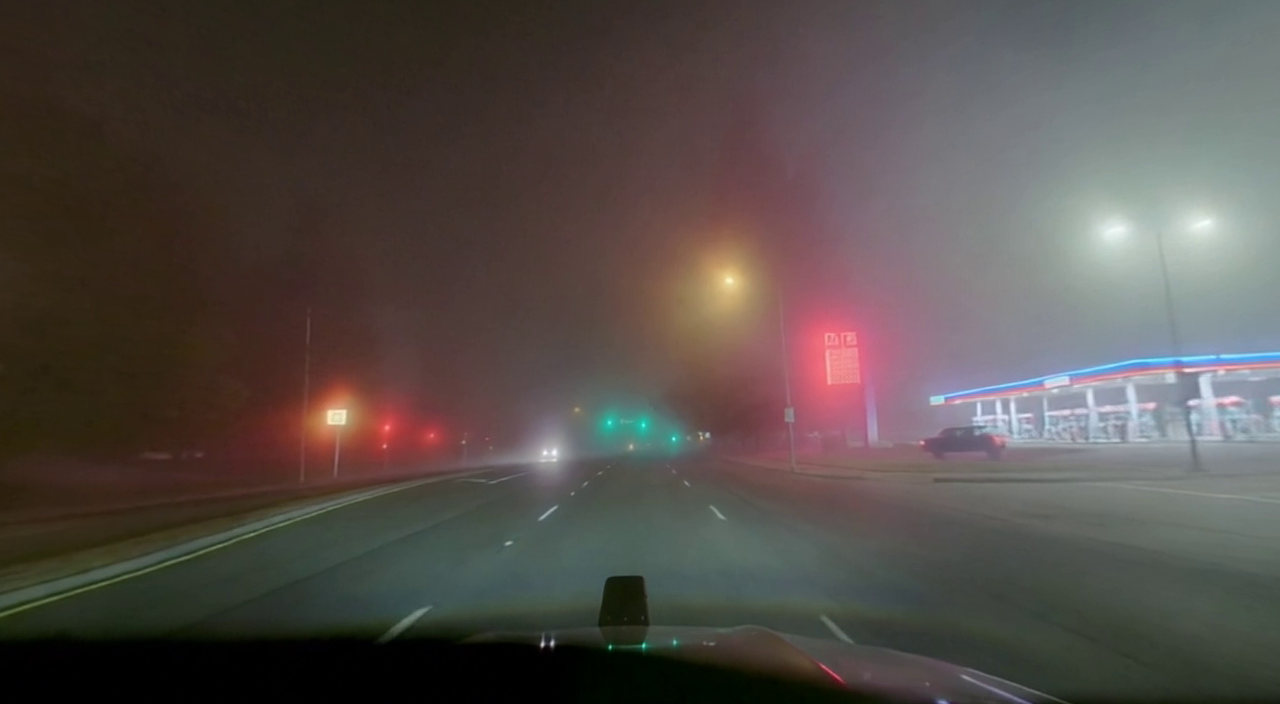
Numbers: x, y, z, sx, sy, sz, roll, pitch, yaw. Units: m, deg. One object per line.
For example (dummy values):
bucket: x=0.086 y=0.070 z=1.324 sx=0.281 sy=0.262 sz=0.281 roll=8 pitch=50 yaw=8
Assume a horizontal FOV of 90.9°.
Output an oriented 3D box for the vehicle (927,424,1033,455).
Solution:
vehicle: x=18.125 y=4.731 z=33.895 sx=4.812 sy=1.567 sz=2.123 roll=-4 pitch=-9 yaw=24
